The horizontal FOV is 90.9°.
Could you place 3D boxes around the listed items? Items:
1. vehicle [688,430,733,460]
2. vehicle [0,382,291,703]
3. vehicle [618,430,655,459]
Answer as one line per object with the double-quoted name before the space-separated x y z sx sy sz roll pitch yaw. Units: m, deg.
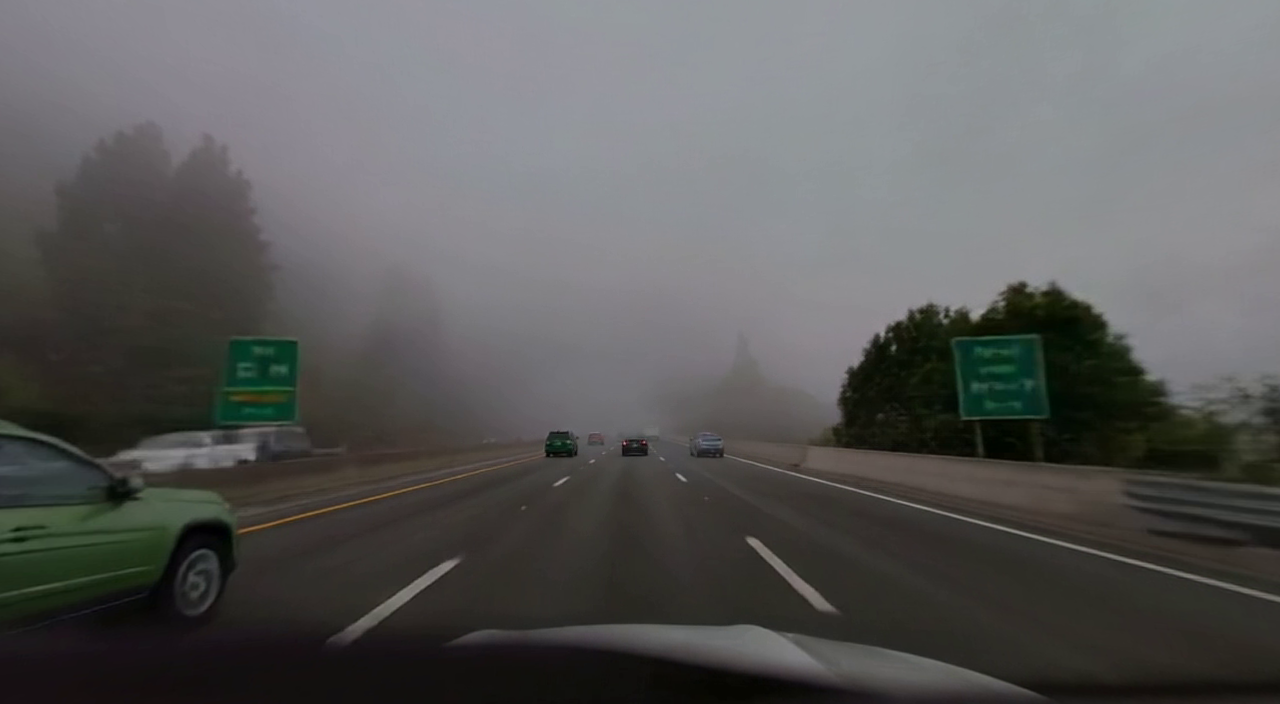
"vehicle" 3.711 4.952 33.837 1.841 1.491 3.869 0 -7 -2
"vehicle" -3.827 0.885 2.681 2.023 1.512 4.804 0 -7 -1
"vehicle" -0.220 4.936 33.855 1.869 1.466 3.356 0 -7 -1
